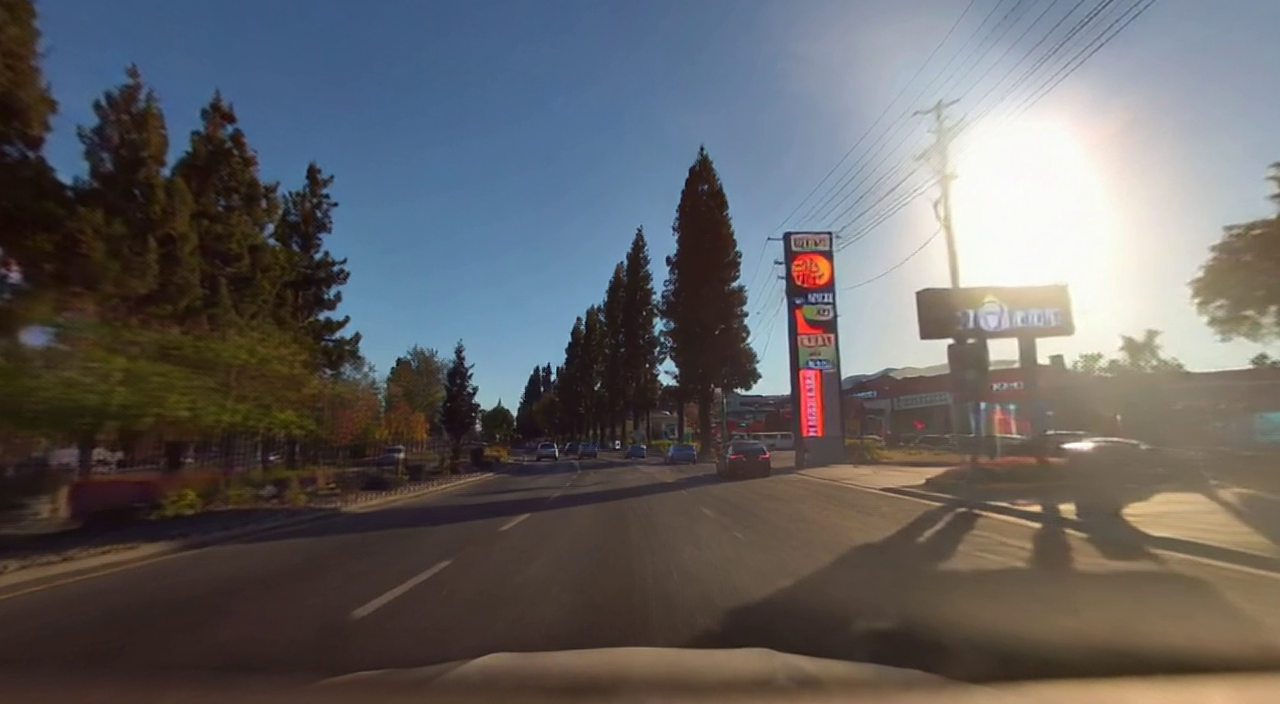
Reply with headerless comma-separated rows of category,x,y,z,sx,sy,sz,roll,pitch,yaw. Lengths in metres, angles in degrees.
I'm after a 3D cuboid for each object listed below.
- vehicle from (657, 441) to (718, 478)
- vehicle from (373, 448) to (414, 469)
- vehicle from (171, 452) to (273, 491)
vehicle,2.017,4.739,28.107,2.130,1.476,4.453,1,-8,-3
vehicle,-19.500,8.422,49.981,1.873,1.507,4.204,1,-8,-5
vehicle,-20.519,5.835,31.259,2.005,1.713,4.648,0,-8,-3
